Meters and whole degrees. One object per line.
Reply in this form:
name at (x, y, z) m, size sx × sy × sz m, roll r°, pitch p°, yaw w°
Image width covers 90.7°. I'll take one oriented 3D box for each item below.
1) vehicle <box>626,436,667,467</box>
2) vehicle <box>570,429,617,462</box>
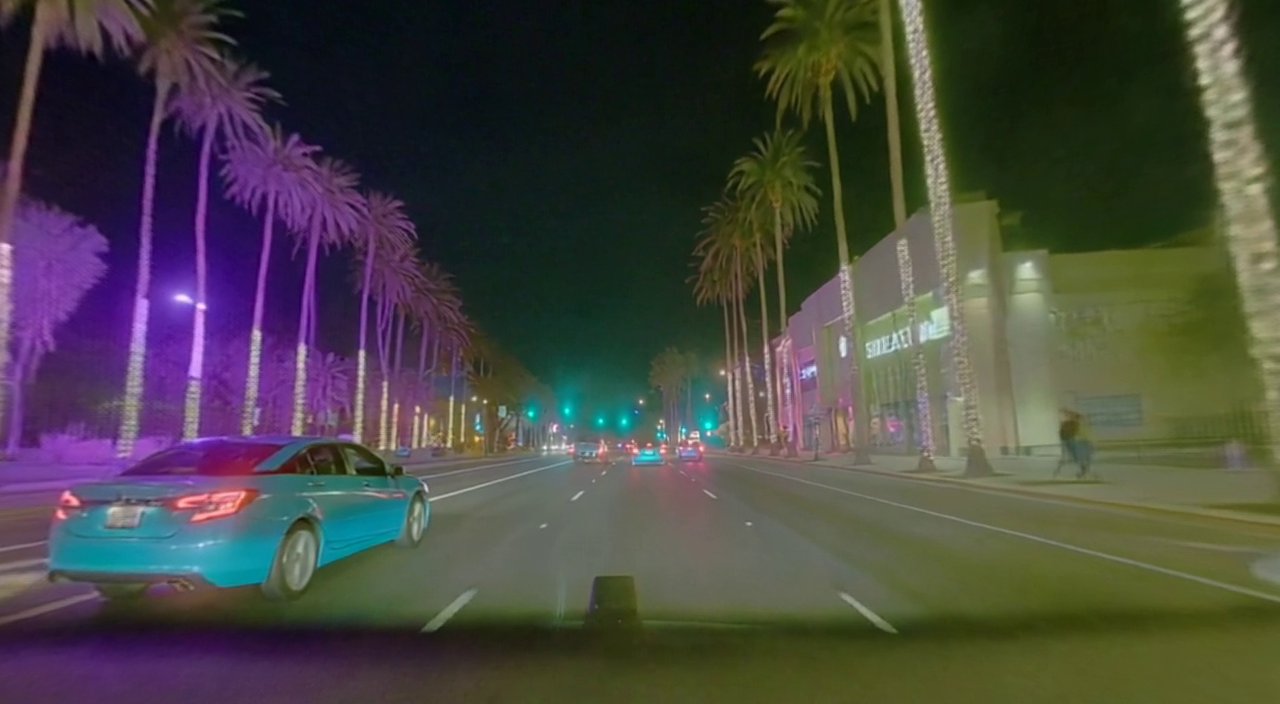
vehicle at (0.333, 5.596, 35.742) m, size 2.160 × 1.615 × 4.117 m, roll 0°, pitch -8°, yaw 0°
vehicle at (-3.063, 6.384, 43.100) m, size 2.672 × 2.064 × 5.681 m, roll 0°, pitch -8°, yaw 0°
